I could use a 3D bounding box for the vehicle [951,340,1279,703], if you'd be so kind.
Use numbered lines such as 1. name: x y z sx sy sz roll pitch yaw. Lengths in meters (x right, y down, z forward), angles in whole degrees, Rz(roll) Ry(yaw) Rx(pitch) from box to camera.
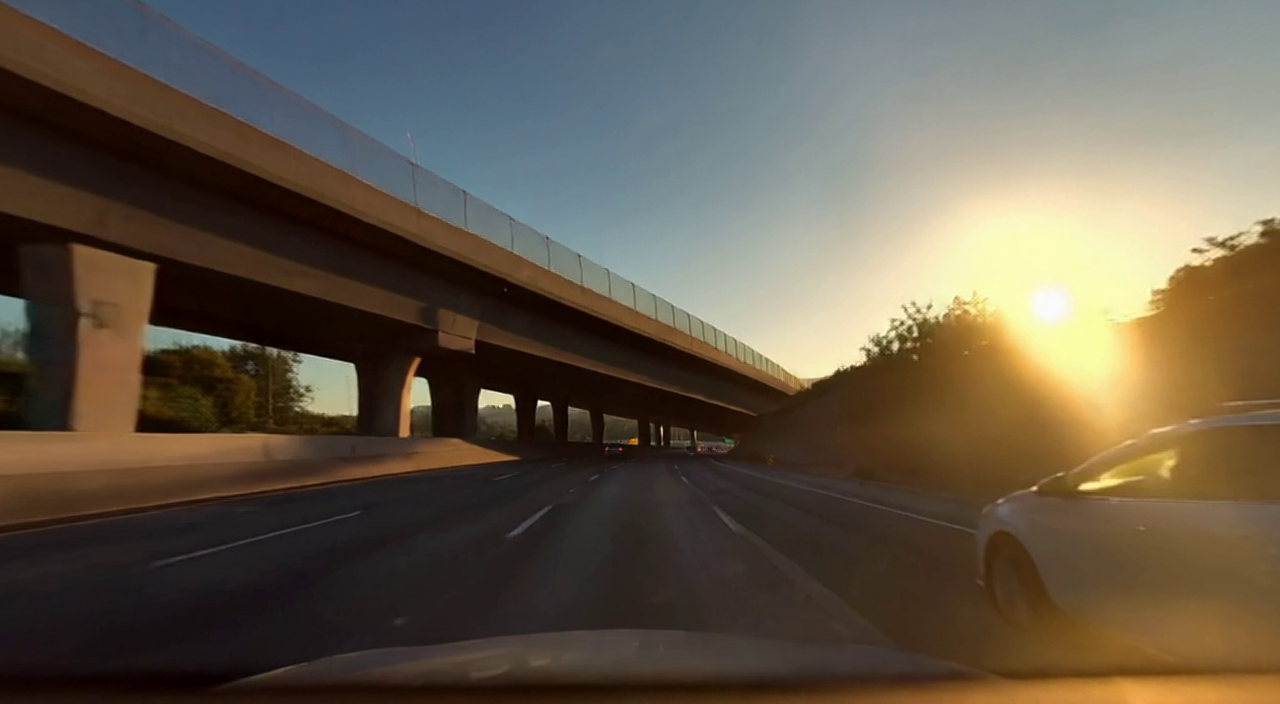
1. vehicle: 3.468 0.857 2.642 2.090 1.715 4.228 0 -8 -1

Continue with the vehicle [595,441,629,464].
1. vehicle: -1.999 7.364 46.388 2.088 1.565 4.410 -1 -8 3

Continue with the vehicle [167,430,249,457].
1. vehicle: -25.733 5.478 37.701 1.793 1.480 4.260 0 -8 2
